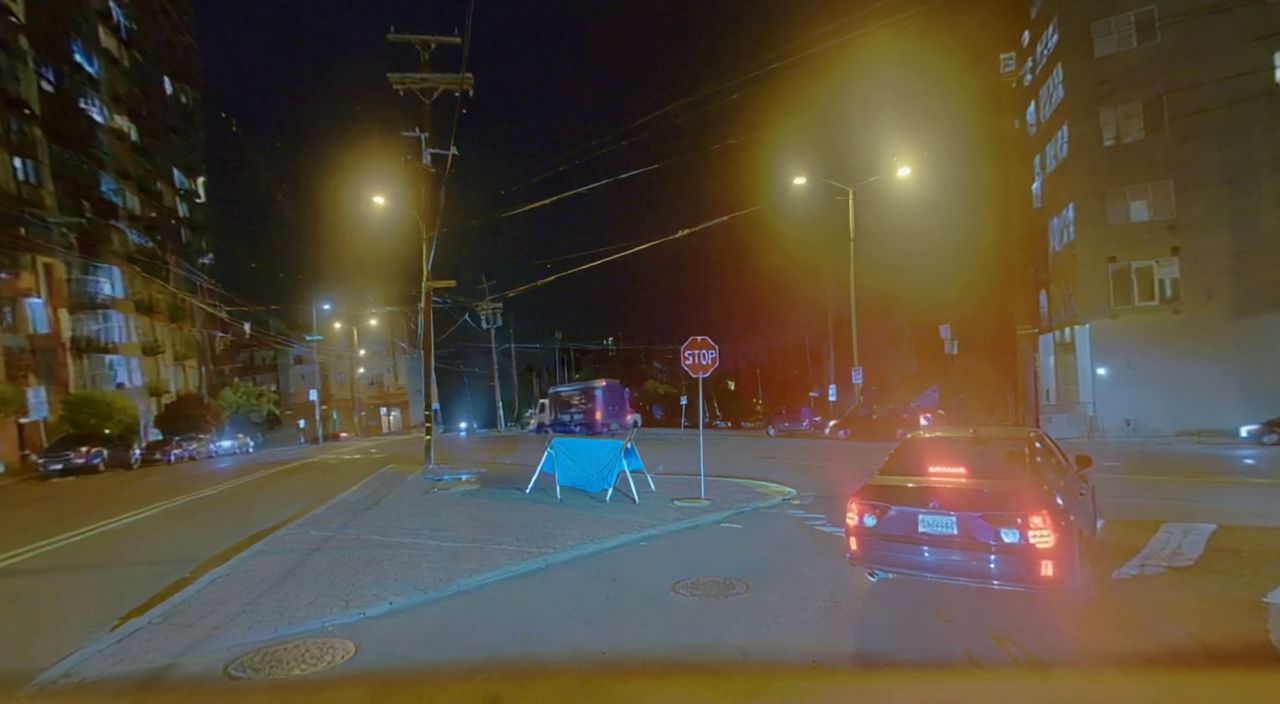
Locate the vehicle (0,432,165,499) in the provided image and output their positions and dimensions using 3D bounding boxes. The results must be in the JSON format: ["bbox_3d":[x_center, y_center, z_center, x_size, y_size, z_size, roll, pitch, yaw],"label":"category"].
[{"bbox_3d":[-17.180,3.471,19.856,2.054,1.800,5.212,3,-9,-20],"label":"vehicle"}]

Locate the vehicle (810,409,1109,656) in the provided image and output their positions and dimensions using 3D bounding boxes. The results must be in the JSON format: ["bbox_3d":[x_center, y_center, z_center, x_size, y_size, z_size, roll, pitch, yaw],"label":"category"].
[{"bbox_3d":[3.407,1.547,6.594,1.945,1.647,4.160,-5,-10,32],"label":"vehicle"}]

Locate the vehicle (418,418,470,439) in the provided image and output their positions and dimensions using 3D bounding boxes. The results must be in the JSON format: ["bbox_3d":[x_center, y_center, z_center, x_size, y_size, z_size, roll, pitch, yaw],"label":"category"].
[{"bbox_3d":[-15.328,6.010,49.346,2.089,1.506,4.641,7,-11,-41],"label":"vehicle"}]

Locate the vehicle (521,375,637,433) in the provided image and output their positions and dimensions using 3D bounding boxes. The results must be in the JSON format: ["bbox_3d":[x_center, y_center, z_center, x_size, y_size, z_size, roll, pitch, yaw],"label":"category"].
[{"bbox_3d":[-3.688,3.202,37.143,7.172,3.075,2.584,-7,-10,41],"label":"vehicle"}]

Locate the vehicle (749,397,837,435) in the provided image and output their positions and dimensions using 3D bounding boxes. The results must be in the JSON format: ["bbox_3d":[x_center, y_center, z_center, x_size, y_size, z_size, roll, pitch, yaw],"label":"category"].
[{"bbox_3d":[8.189,3.523,34.078,1.805,1.694,4.214,11,-15,-44],"label":"vehicle"}]
